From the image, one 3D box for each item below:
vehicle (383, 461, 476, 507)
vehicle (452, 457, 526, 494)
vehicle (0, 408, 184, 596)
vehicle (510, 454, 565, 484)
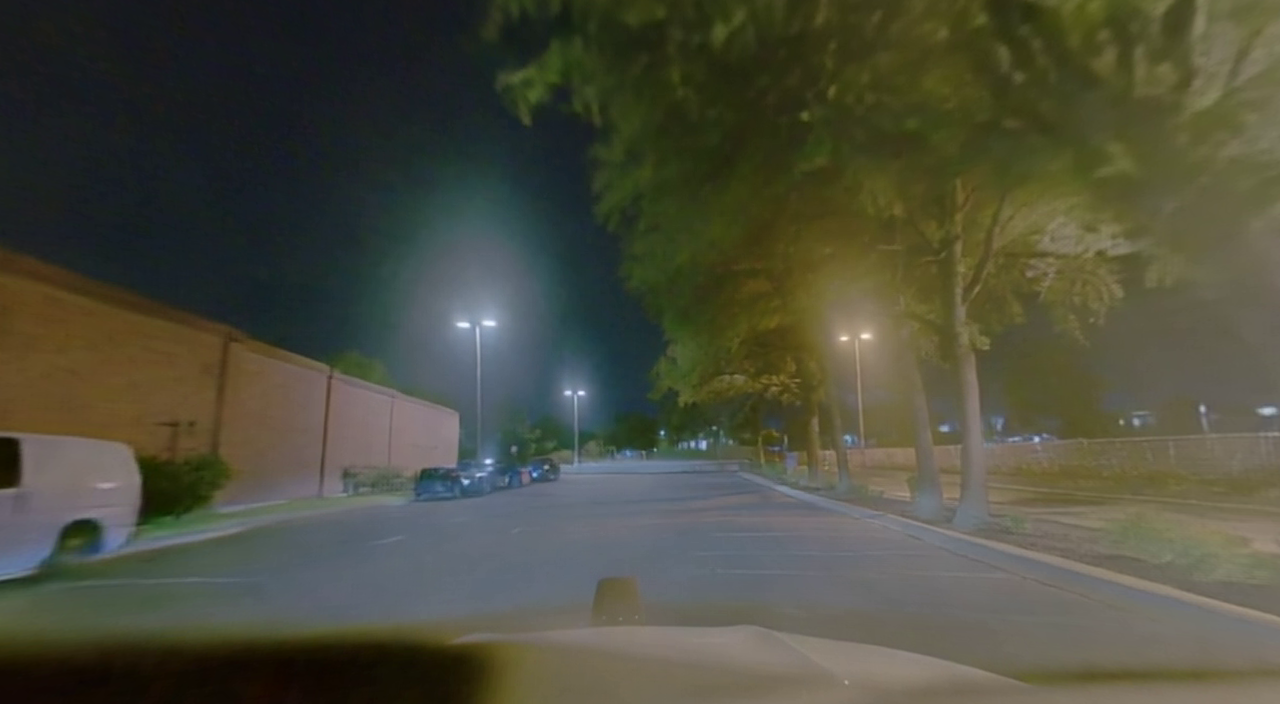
[{"bbox_3d":[-7.686,4.830,23.406,1.938,1.191,3.630,-7,-8,3],"label":"vehicle"},{"bbox_3d":[-6.929,5.719,29.602,2.038,1.525,4.383,0,-9,5],"label":"vehicle"},{"bbox_3d":[-8.798,1.756,7.410,2.433,2.193,5.547,0,-9,4],"label":"vehicle"},{"bbox_3d":[-6.407,7.367,39.996,2.360,1.741,4.912,0,-9,3],"label":"vehicle"}]
